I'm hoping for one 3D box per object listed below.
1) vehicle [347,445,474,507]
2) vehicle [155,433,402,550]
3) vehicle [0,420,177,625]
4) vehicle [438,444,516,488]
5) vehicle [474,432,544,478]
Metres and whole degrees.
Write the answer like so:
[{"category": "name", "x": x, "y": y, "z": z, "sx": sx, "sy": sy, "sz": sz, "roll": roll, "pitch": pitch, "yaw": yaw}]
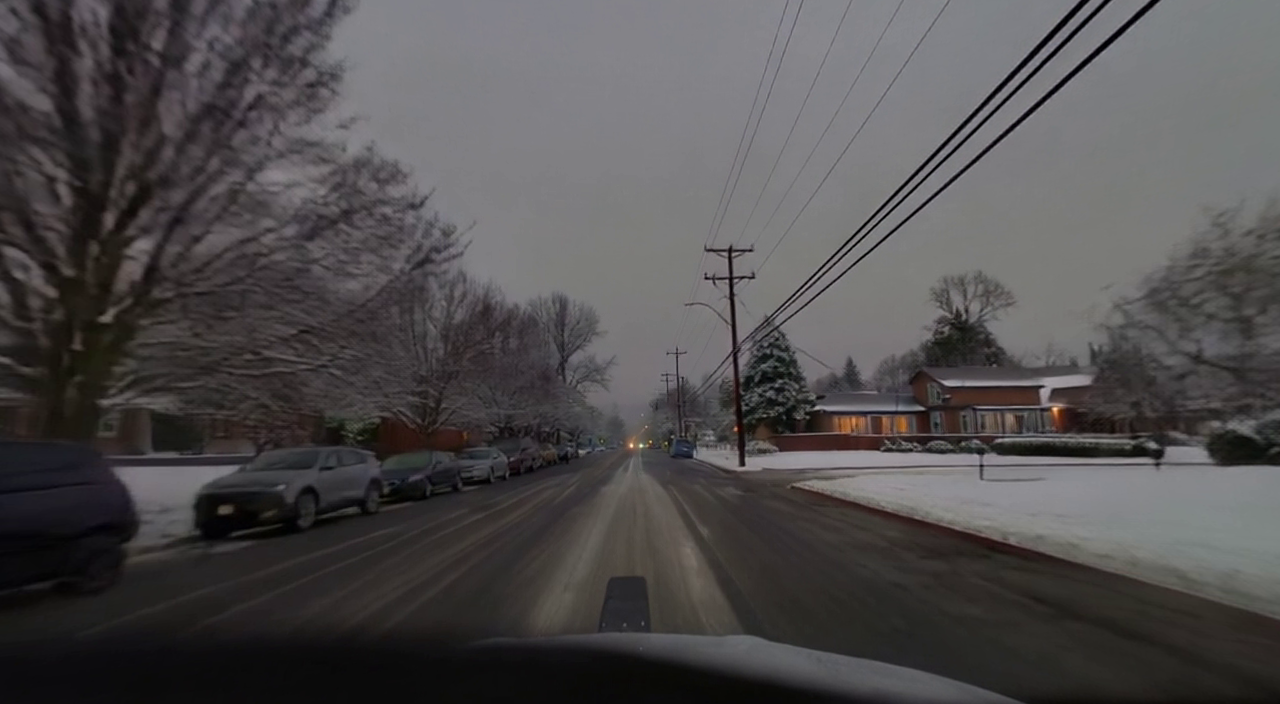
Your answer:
[{"category": "vehicle", "x": -6.167, "y": 3.353, "z": 17.602, "sx": 1.816, "sy": 1.460, "sz": 4.542, "roll": 0, "pitch": -8, "yaw": 0}, {"category": "vehicle", "x": -6.192, "y": 2.362, "z": 11.599, "sx": 1.848, "sy": 1.698, "sz": 4.482, "roll": 0, "pitch": -8, "yaw": 0}, {"category": "vehicle", "x": -6.239, "y": 1.358, "z": 4.847, "sx": 1.932, "sy": 1.673, "sz": 4.457, "roll": 0, "pitch": -8, "yaw": 0}, {"category": "vehicle", "x": -6.044, "y": 4.264, "z": 23.946, "sx": 1.890, "sy": 1.453, "sz": 4.430, "roll": 0, "pitch": -8, "yaw": -2}, {"category": "vehicle", "x": -6.165, "y": 4.922, "z": 30.415, "sx": 2.222, "sy": 2.022, "sz": 5.547, "roll": 0, "pitch": -8, "yaw": 0}]
